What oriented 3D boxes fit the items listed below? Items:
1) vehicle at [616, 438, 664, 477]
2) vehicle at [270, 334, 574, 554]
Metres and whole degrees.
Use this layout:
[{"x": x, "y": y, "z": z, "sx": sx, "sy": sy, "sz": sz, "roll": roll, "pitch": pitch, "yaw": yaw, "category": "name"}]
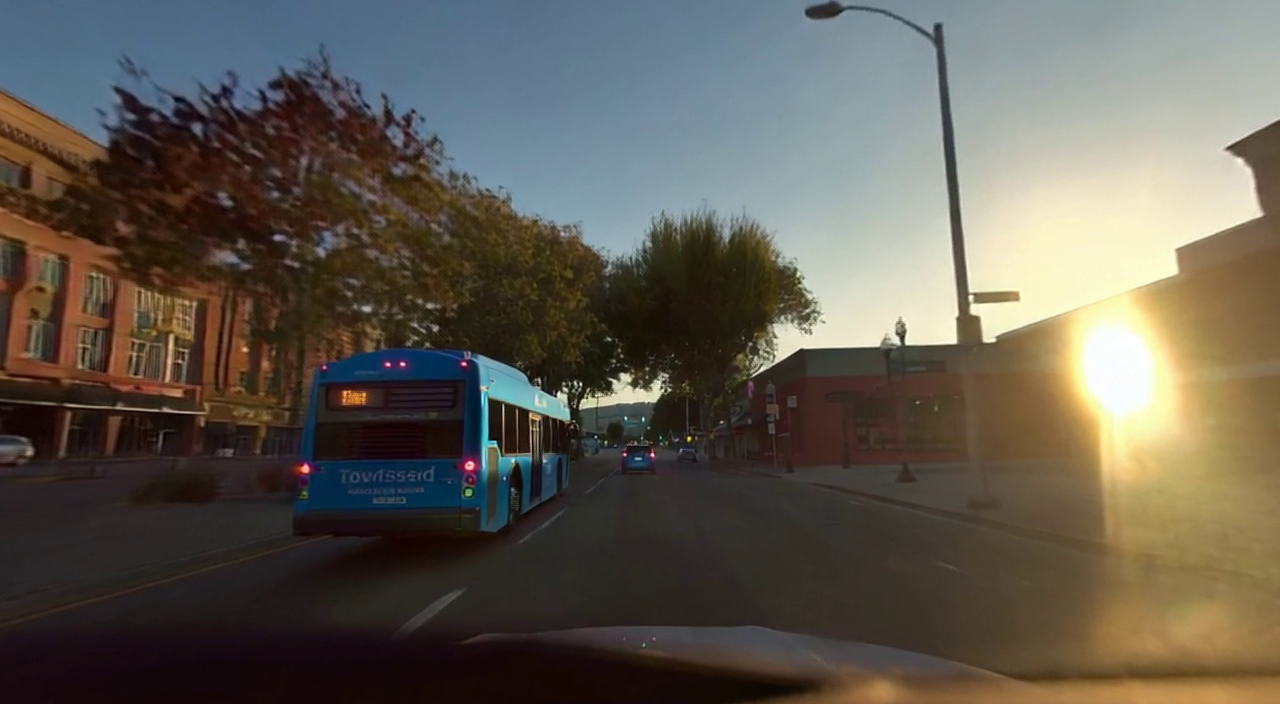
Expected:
[{"x": 0.018, "y": 5.030, "z": 30.336, "sx": 2.120, "sy": 1.727, "sz": 3.917, "roll": 0, "pitch": -8, "yaw": 1, "category": "vehicle"}, {"x": -3.303, "y": 1.782, "z": 12.644, "sx": 2.920, "sy": 2.884, "sz": 8.588, "roll": 0, "pitch": -8, "yaw": 1, "category": "vehicle"}]
